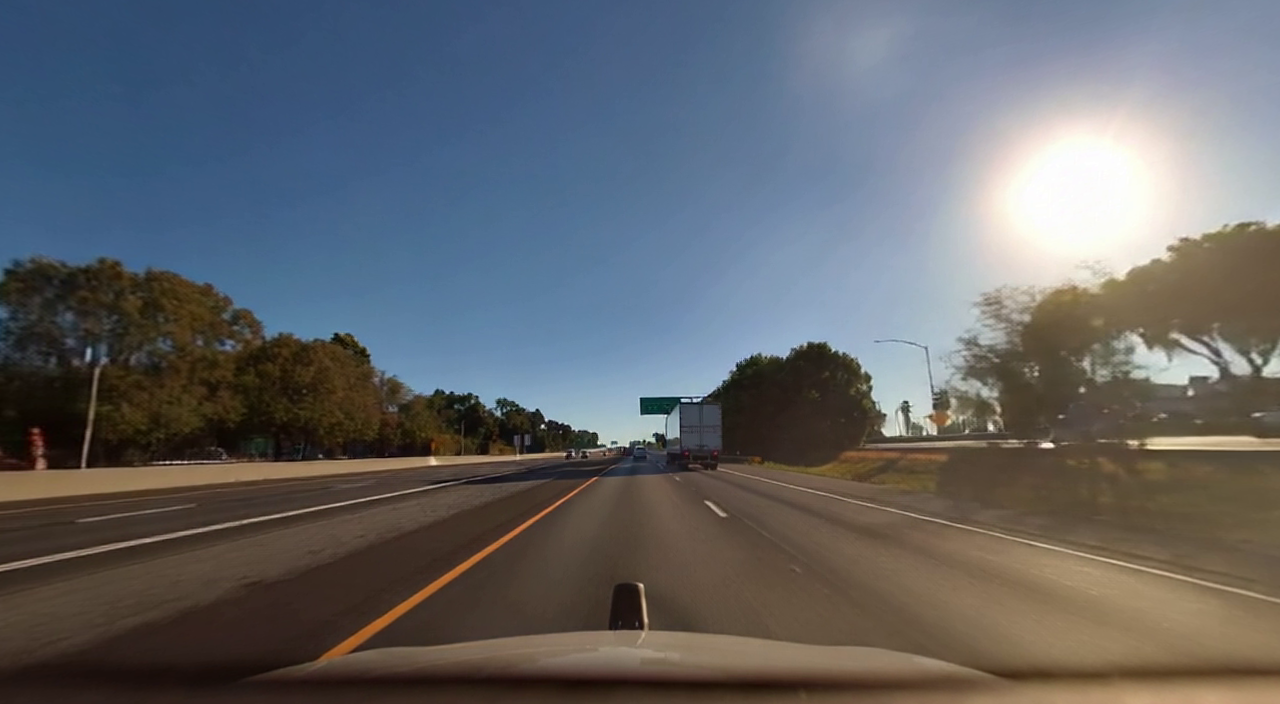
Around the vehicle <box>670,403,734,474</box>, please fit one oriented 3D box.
[{"bbox_3d":[3.946,6.092,43.527,3.185,4.154,12.638,0,-9,0],"label":"vehicle"}]
